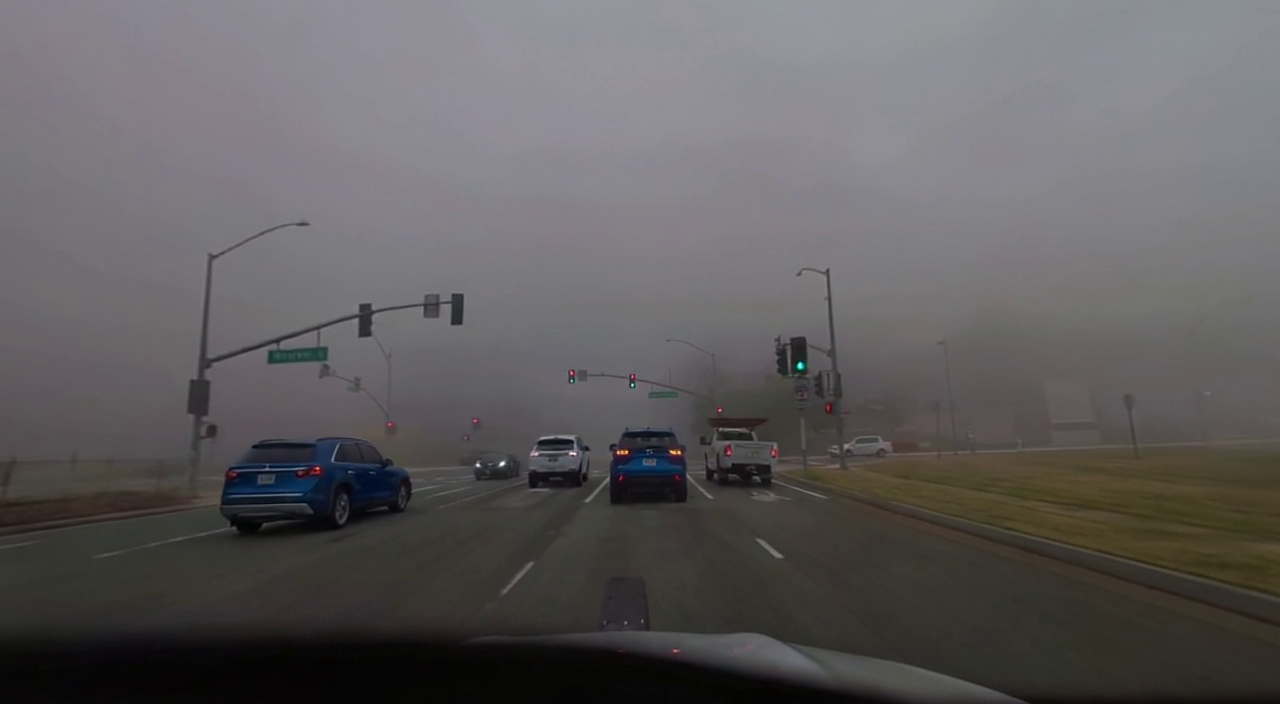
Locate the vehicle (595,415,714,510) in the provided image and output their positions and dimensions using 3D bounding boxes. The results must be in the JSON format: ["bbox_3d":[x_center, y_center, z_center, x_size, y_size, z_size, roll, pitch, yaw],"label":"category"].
[{"bbox_3d":[0.259,2.416,14.080,2.235,1.778,4.178,0,-9,0],"label":"vehicle"}]

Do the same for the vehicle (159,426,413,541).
[{"bbox_3d":[-6.036,2.279,11.586,2.052,1.664,4.476,0,-9,0],"label":"vehicle"}]

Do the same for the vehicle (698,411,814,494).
[{"bbox_3d":[3.184,2.951,18.740,2.338,2.063,5.672,0,-9,0],"label":"vehicle"}]

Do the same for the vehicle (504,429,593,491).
[{"bbox_3d":[-2.691,3.311,19.603,2.058,1.659,4.514,0,-9,0],"label":"vehicle"}]

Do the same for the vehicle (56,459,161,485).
[{"bbox_3d":[-32.022,7.219,38.086,4.554,1.449,1.949,0,-9,0],"label":"vehicle"}]

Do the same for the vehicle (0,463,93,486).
[{"bbox_3d":[-40.374,8.284,42.682,4.689,1.461,1.882,0,-9,-2],"label":"vehicle"}]

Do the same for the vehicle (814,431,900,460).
[{"bbox_3d":[14.404,6.225,42.036,4.983,1.560,1.841,-4,-8,0],"label":"vehicle"}]

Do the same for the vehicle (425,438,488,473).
[{"bbox_3d":[-9.985,5.564,34.072,2.108,1.689,4.316,2,-9,-33],"label":"vehicle"}]
